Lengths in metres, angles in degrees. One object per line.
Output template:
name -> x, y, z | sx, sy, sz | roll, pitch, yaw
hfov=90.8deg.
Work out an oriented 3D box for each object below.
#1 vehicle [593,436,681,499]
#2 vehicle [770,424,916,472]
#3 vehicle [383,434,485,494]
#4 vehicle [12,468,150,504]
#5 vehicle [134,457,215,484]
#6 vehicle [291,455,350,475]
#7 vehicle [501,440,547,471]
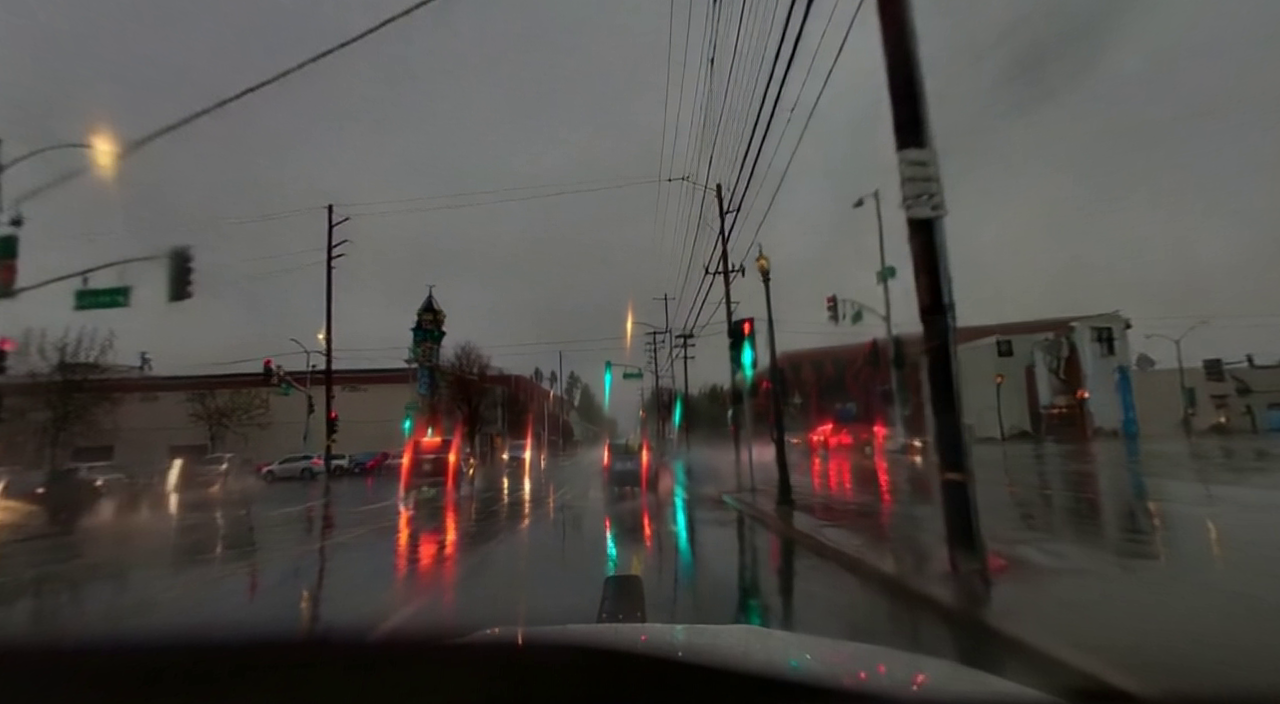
vehicle -> 0.064, 3.121, 17.497 | 2.059, 1.497, 4.260 | -1, -8, 5
vehicle -> 7.483, 3.559, 23.563 | 4.714, 1.686, 1.973 | 1, -8, -8
vehicle -> -6.638, 3.627, 20.892 | 2.063, 1.751, 4.229 | 0, -8, -2
vehicle -> -26.045, 6.257, 29.580 | 4.479, 1.484, 2.036 | 0, -8, 0
vehicle -> -34.776, 8.841, 47.308 | 4.492, 1.880, 1.879 | 0, -8, -1
vehicle -> -23.054, 8.167, 45.691 | 3.360, 1.392, 1.674 | -1, -9, 0
vehicle -> -5.936, 5.192, 31.973 | 2.097, 1.457, 4.439 | 2, -8, -12
